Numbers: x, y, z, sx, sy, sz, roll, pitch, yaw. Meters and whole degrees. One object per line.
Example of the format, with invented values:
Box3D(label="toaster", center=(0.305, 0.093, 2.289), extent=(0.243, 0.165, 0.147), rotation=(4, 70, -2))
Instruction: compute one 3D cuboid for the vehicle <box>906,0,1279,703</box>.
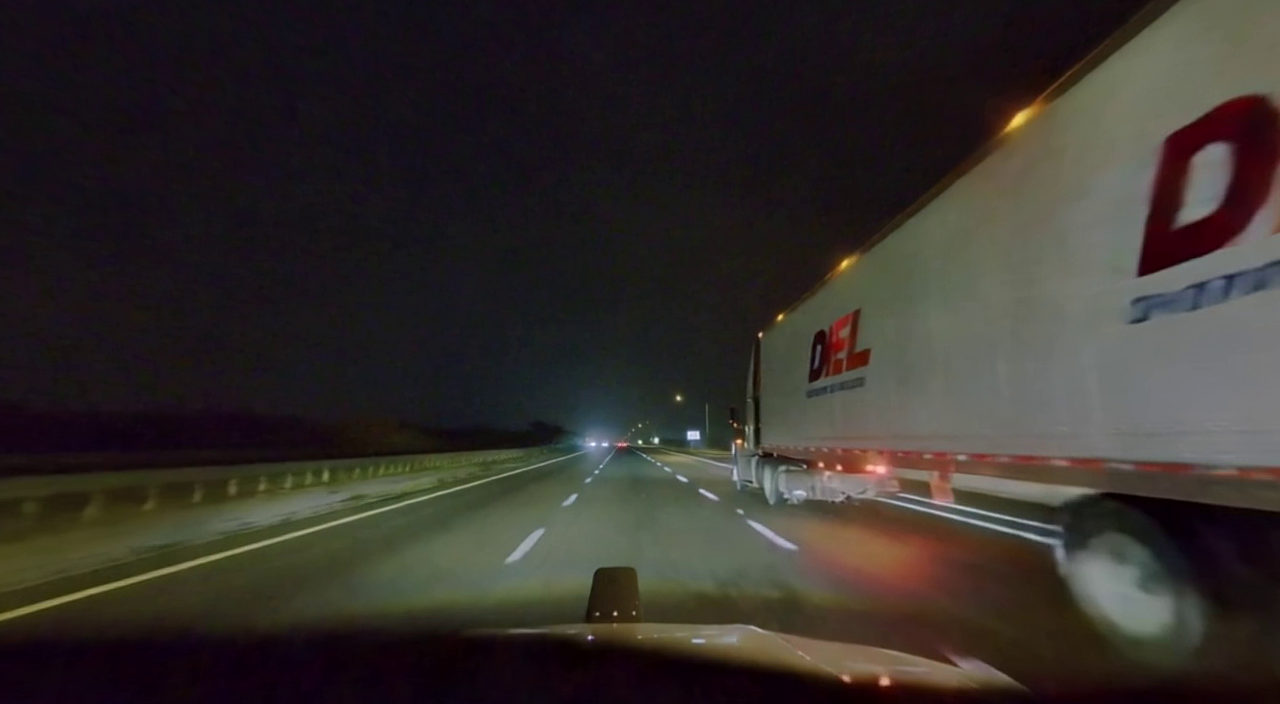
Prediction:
Box3D(label="vehicle", center=(4.606, -0.250, 2.947), extent=(2.880, 3.918, 8.254), rotation=(0, -8, -1))
